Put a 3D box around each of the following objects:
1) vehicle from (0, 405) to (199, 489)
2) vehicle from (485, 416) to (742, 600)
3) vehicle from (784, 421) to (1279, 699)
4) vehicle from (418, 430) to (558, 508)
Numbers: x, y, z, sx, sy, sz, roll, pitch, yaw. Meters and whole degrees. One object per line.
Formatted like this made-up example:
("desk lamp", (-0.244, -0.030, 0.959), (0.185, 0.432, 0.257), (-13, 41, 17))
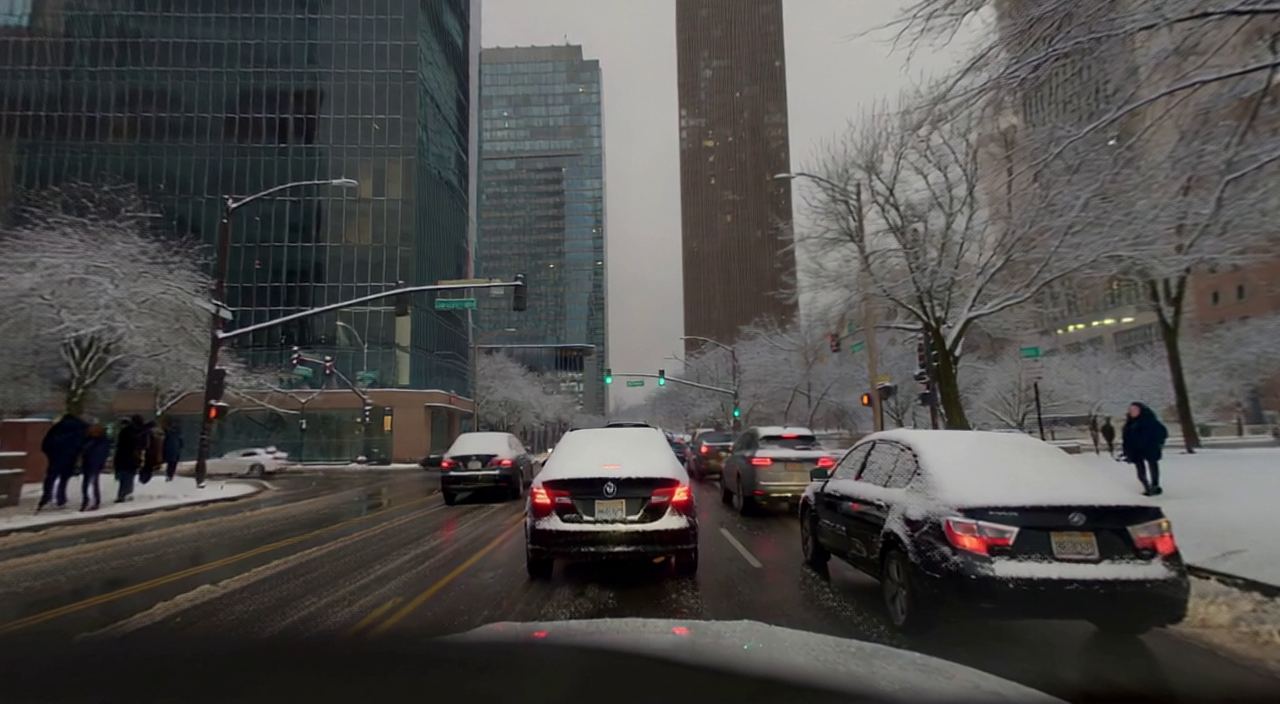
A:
("vehicle", (-26.060, 4.348, 28.973), (8.989, 3.623, 2.884), (0, -8, 0))
("vehicle", (-0.267, 1.566, 7.200), (2.072, 1.476, 4.078), (0, -8, -2))
("vehicle", (2.755, 1.418, 5.495), (1.952, 1.464, 4.165), (0, -8, -1))
("vehicle", (-3.245, 2.593, 14.383), (2.068, 1.513, 4.221), (0, -8, 1))
